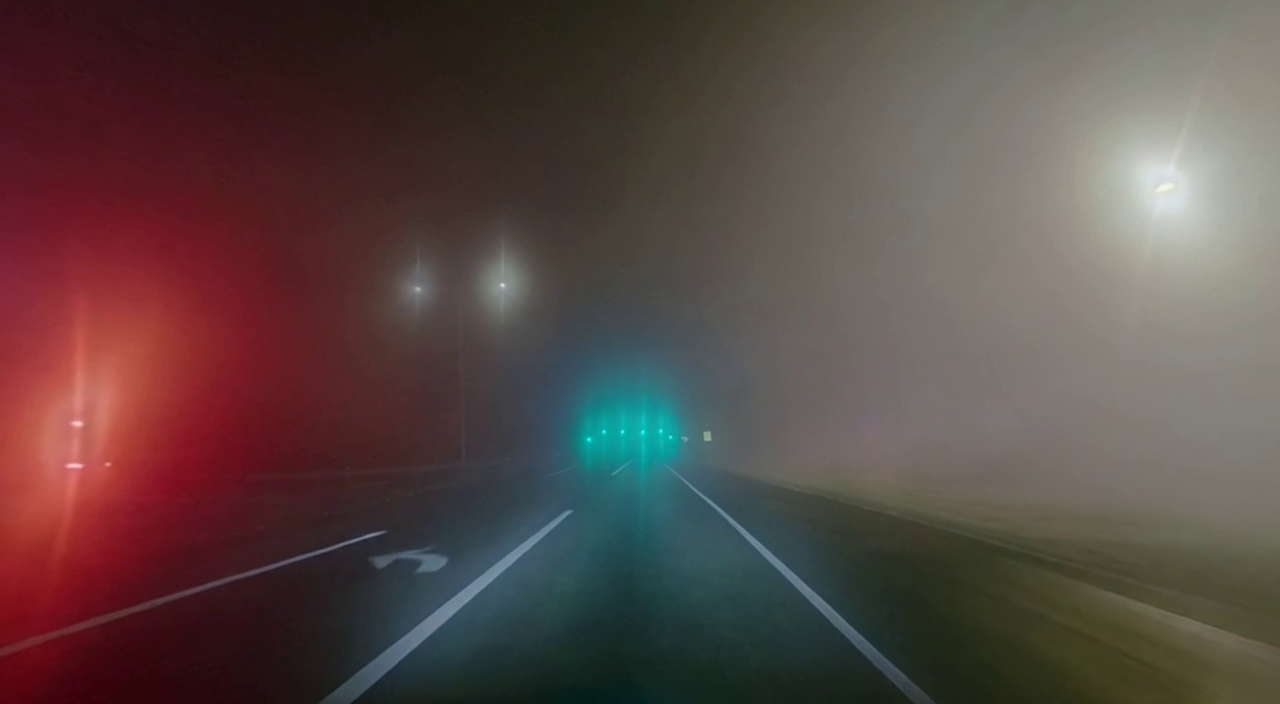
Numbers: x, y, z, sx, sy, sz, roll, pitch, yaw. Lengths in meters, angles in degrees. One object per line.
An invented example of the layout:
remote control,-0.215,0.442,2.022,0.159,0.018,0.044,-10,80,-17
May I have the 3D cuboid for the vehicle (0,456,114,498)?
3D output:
vehicle,-25.761,5.357,27.152,4.495,1.641,1.966,-1,-9,4
